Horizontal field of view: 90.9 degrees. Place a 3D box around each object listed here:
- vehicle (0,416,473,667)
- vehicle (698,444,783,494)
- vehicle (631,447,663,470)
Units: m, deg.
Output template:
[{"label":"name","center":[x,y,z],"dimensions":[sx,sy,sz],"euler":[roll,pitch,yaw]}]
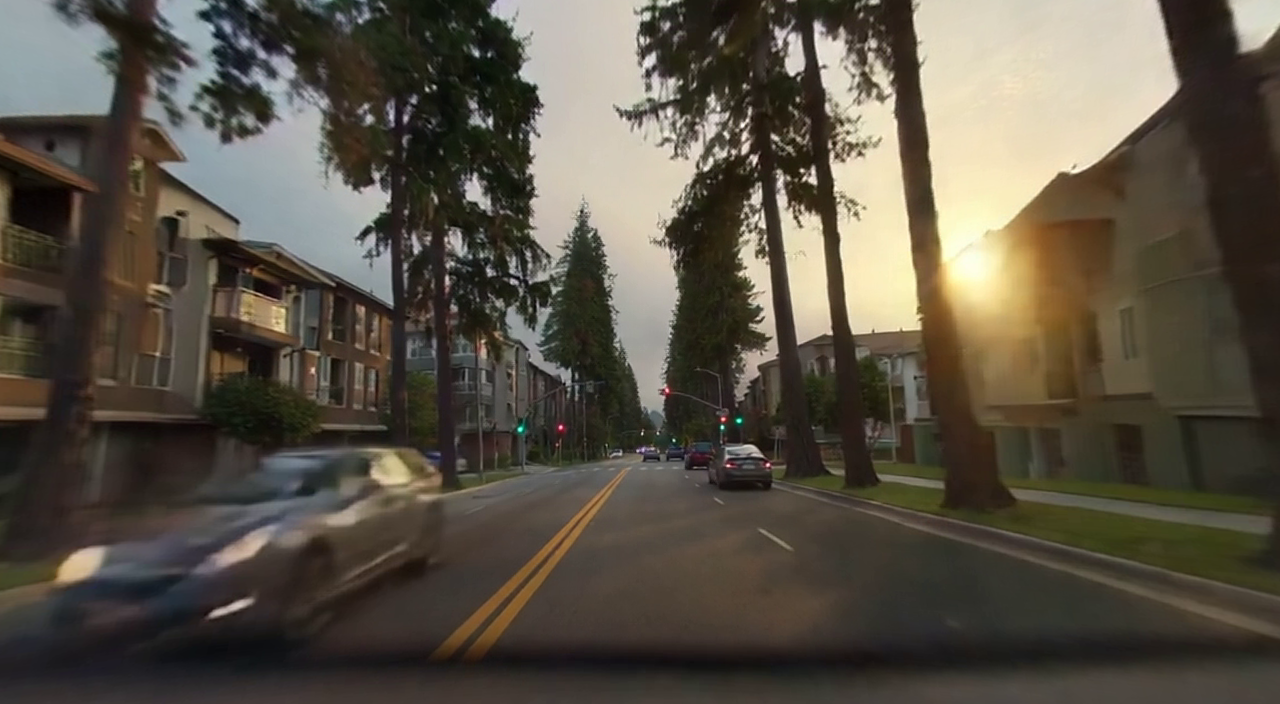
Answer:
[{"label":"vehicle","center":[-3.197,1.545,6.204],"dimensions":[1.954,1.618,4.050],"euler":[0,-9,1]},{"label":"vehicle","center":[3.239,3.886,21.397],"dimensions":[2.078,1.488,4.741],"euler":[0,-9,0]},{"label":"vehicle","center":[0.403,7.212,43.045],"dimensions":[2.097,1.463,4.043],"euler":[0,-9,-1]}]
